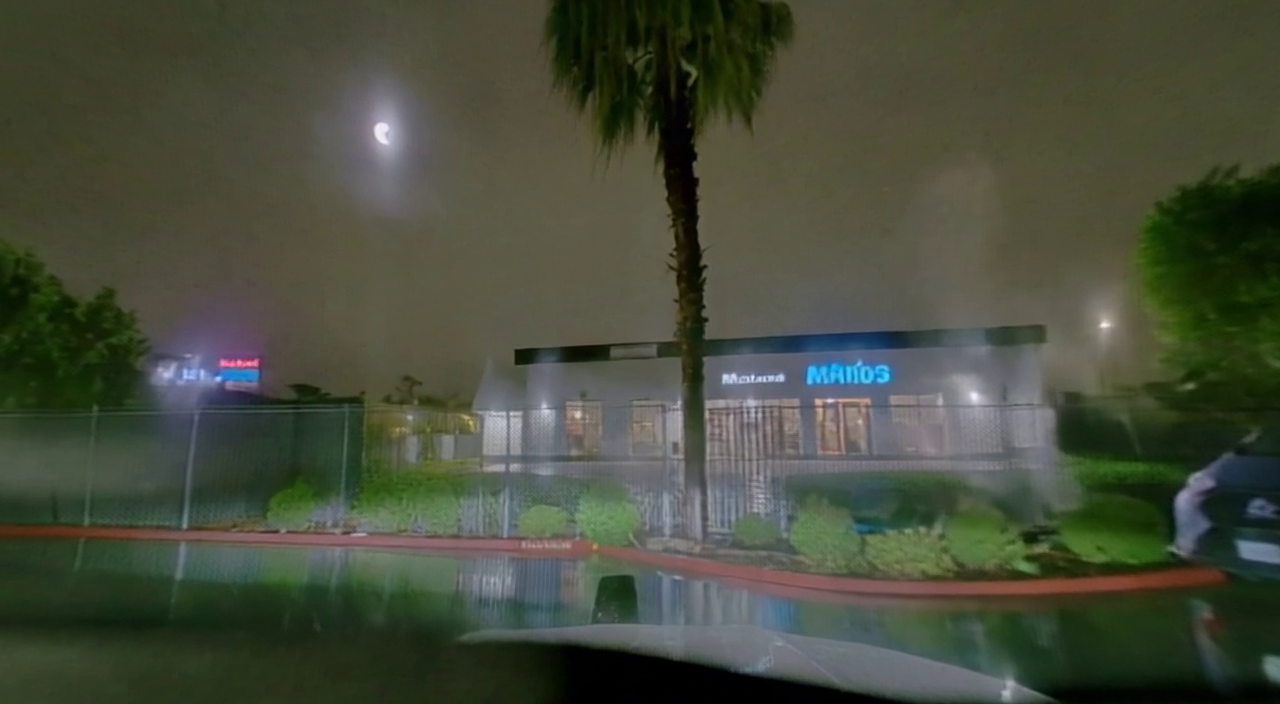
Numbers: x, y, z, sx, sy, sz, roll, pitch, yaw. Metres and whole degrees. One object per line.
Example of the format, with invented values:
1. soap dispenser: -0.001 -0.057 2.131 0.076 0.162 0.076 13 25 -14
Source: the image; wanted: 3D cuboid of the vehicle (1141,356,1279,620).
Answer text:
1. vehicle: 6.534 0.952 4.699 4.365 1.791 2.073 1 -7 -15
